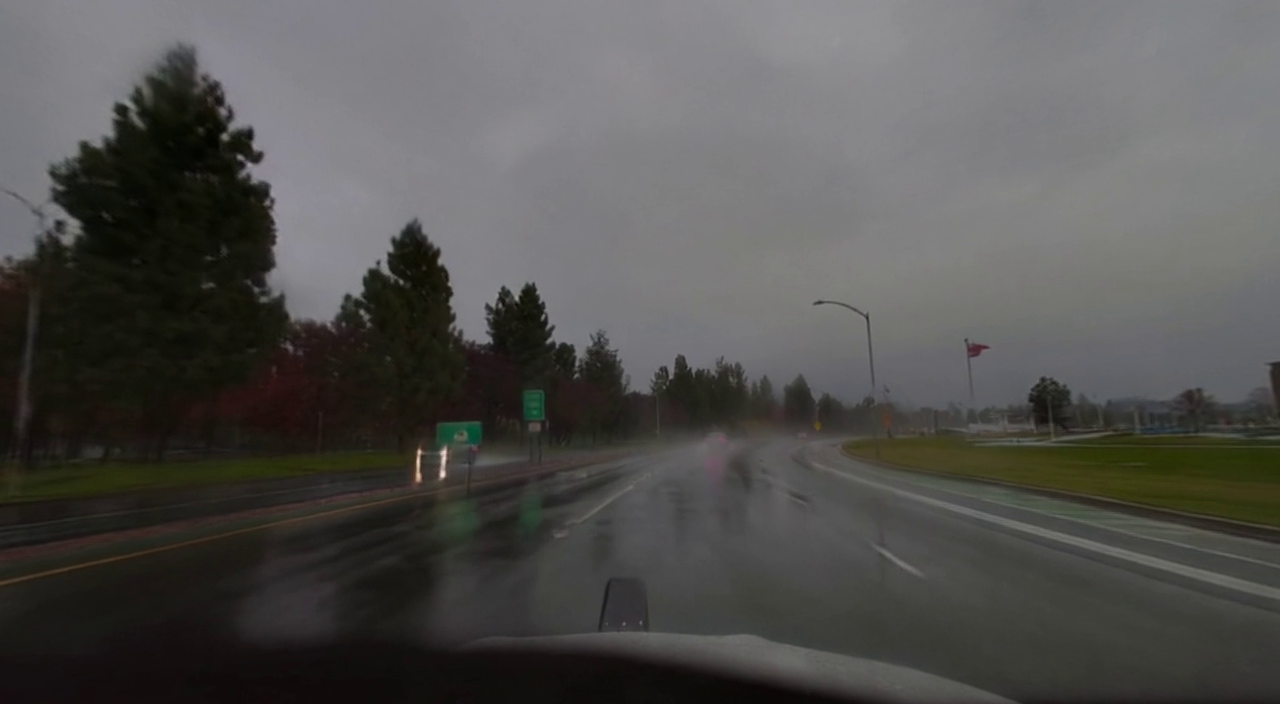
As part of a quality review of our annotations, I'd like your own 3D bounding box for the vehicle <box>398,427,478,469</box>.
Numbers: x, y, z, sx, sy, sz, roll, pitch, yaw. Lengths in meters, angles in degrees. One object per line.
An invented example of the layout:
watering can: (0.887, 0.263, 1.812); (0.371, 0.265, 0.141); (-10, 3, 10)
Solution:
vehicle: (-10.377, 4.964, 32.873); (2.080, 1.984, 4.778); (-1, -8, 8)
